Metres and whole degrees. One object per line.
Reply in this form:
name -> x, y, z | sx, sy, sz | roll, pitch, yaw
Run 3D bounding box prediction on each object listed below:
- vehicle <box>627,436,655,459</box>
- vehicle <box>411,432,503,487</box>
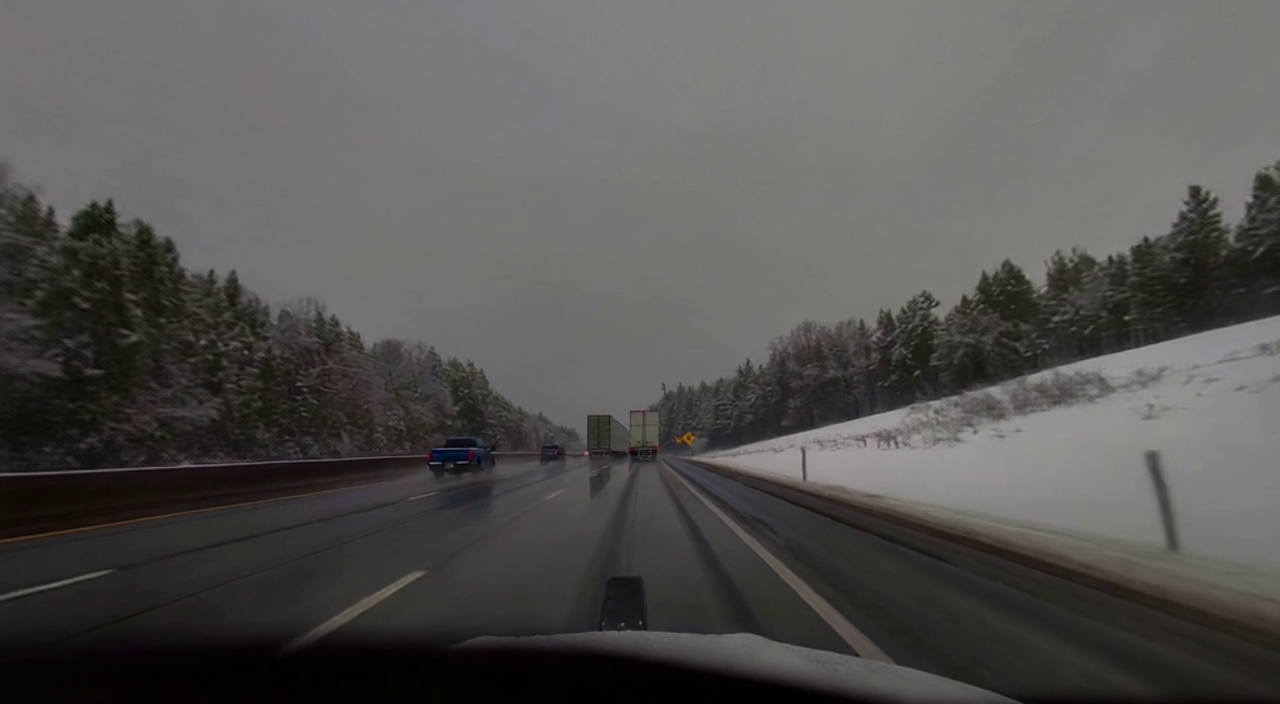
vehicle -> 0.075, 7.403, 48.997 | 2.072, 1.630, 4.529 | 0, -8, 0
vehicle -> -6.830, 4.047, 24.169 | 2.149, 1.884, 4.627 | 0, -8, -1
